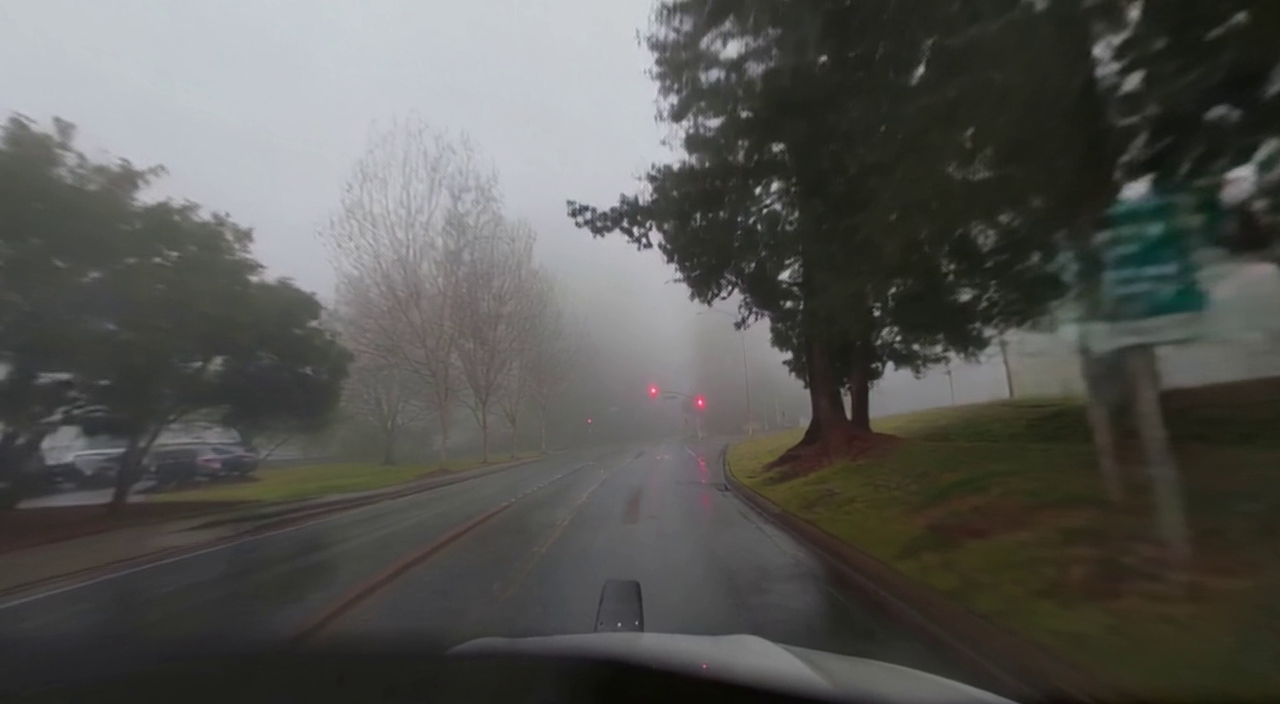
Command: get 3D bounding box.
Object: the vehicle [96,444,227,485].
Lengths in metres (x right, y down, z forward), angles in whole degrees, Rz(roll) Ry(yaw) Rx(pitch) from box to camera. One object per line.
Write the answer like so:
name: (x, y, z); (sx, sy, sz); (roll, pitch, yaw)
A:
vehicle: (-20.074, 4.657, 26.463); (4.187, 1.510, 1.857); (6, -11, -40)

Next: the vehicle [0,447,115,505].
vehicle: (-19.550, 3.892, 19.894); (4.342, 1.651, 1.966); (6, -10, -38)
